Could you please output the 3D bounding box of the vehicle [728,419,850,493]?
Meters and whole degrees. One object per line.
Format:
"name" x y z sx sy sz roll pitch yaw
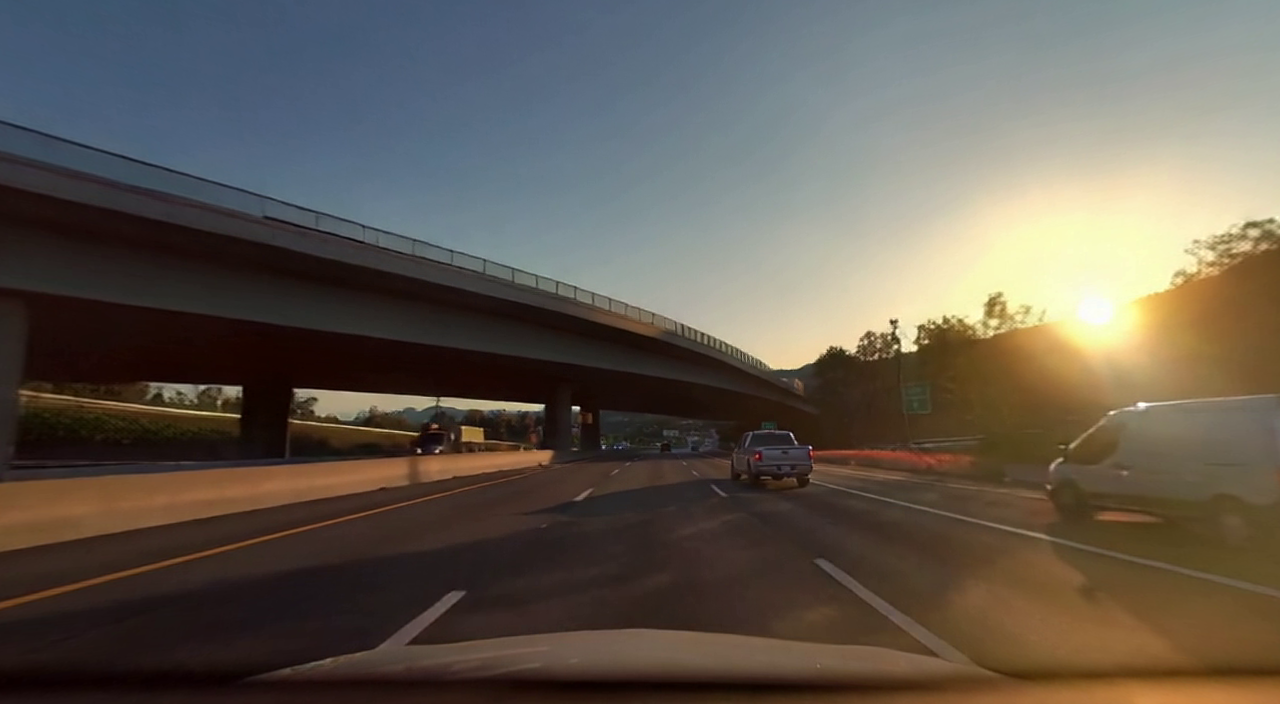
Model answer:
"vehicle" 4.531 3.294 20.330 2.505 2.020 5.532 0 -8 -1

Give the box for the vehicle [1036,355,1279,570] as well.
"vehicle" 8.057 1.393 8.171 2.229 2.317 5.399 0 -8 -1
